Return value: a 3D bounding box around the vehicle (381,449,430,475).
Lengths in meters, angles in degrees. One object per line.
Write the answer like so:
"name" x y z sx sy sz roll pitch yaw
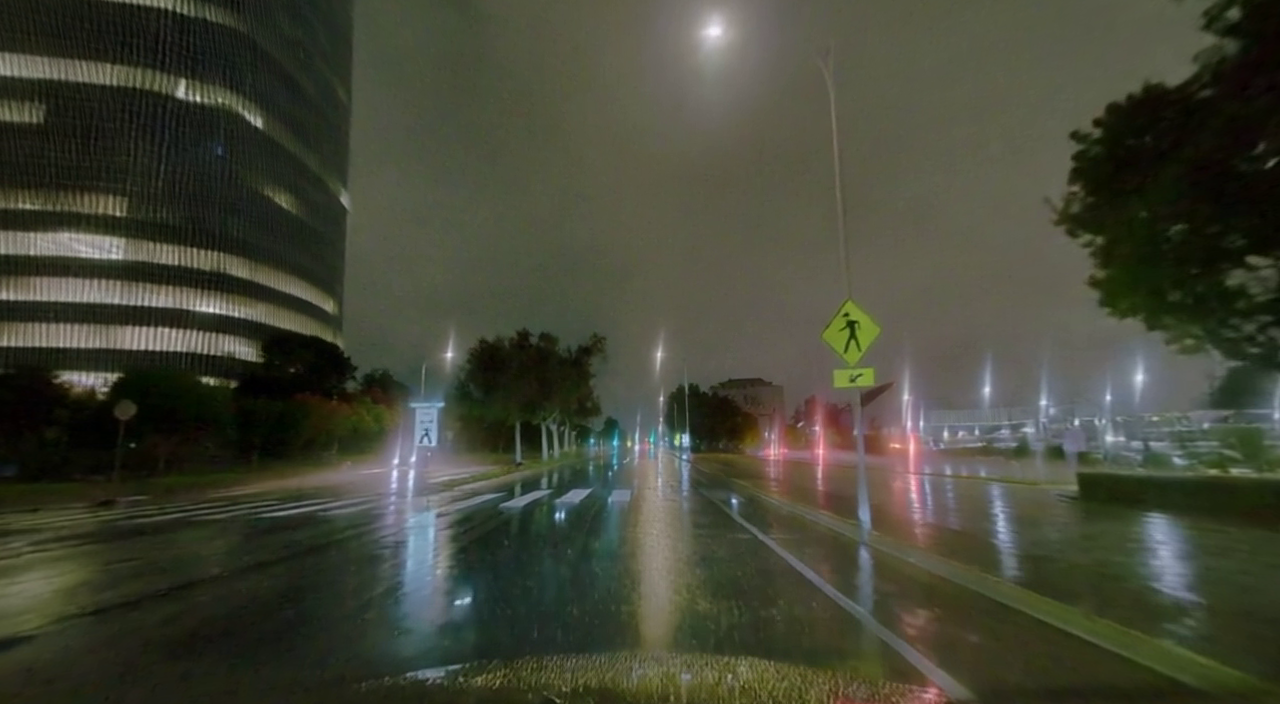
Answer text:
"vehicle" -16.682 7.800 44.947 1.807 1.570 4.557 -3 -8 -1
